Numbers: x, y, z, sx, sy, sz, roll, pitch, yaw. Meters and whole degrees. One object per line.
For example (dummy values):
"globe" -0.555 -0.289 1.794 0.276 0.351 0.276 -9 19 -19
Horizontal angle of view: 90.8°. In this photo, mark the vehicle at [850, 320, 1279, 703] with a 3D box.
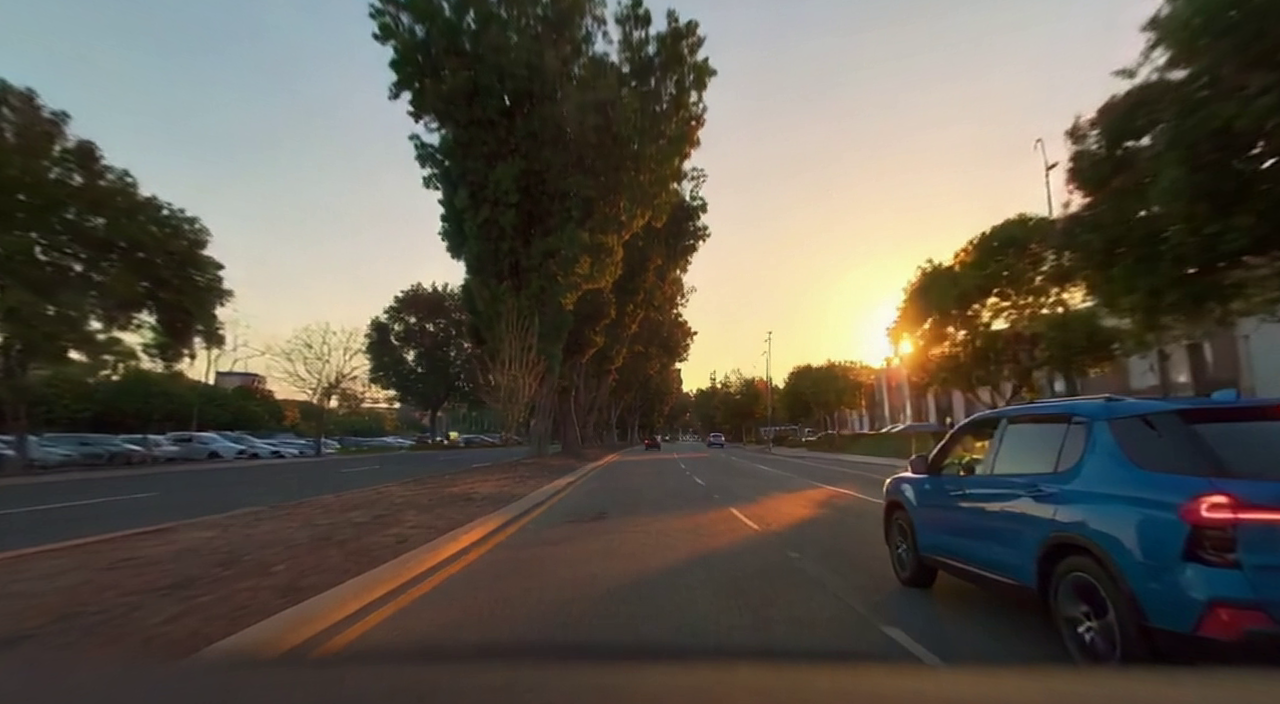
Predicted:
"vehicle" 3.130 1.029 4.055 2.060 1.665 4.284 0 -8 0
